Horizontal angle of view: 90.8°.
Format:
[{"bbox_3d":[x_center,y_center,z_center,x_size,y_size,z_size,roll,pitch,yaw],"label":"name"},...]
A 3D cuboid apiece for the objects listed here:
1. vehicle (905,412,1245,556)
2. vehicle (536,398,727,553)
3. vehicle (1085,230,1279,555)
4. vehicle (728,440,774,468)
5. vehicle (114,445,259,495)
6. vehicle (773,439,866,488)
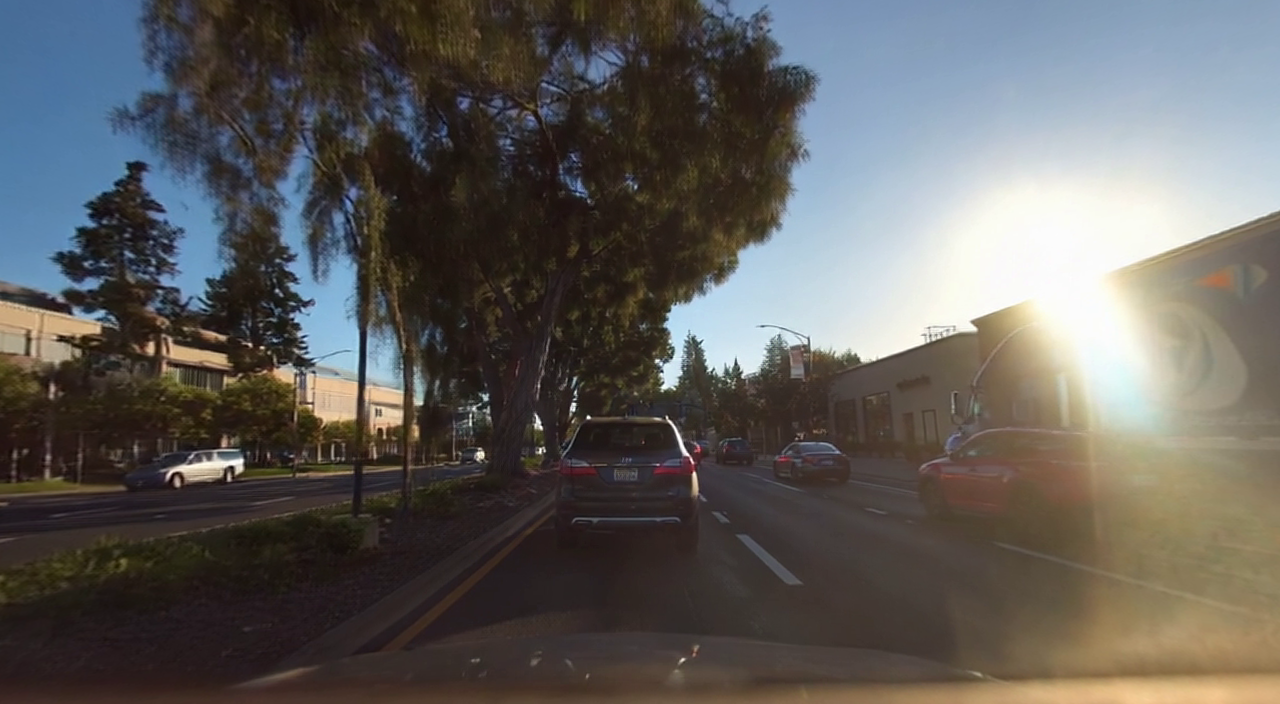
[{"bbox_3d":[6.184,1.916,9.868,2.056,1.703,4.428,0,-8,-1],"label":"vehicle"},{"bbox_3d":[-0.142,1.811,9.868,2.320,1.880,4.192,0,-8,-1],"label":"vehicle"},{"bbox_3d":[9.957,-0.237,3.201,2.879,4.284,17.334,0,-8,0],"label":"vehicle"},{"bbox_3d":[6.521,6.016,37.477,1.914,1.523,4.287,0,-8,-1],"label":"vehicle"},{"bbox_3d":[-19.299,4.991,27.304,2.302,1.939,5.221,0,-8,1],"label":"vehicle"},{"bbox_3d":[6.330,3.976,22.896,2.035,1.553,4.465,0,-8,0],"label":"vehicle"}]
